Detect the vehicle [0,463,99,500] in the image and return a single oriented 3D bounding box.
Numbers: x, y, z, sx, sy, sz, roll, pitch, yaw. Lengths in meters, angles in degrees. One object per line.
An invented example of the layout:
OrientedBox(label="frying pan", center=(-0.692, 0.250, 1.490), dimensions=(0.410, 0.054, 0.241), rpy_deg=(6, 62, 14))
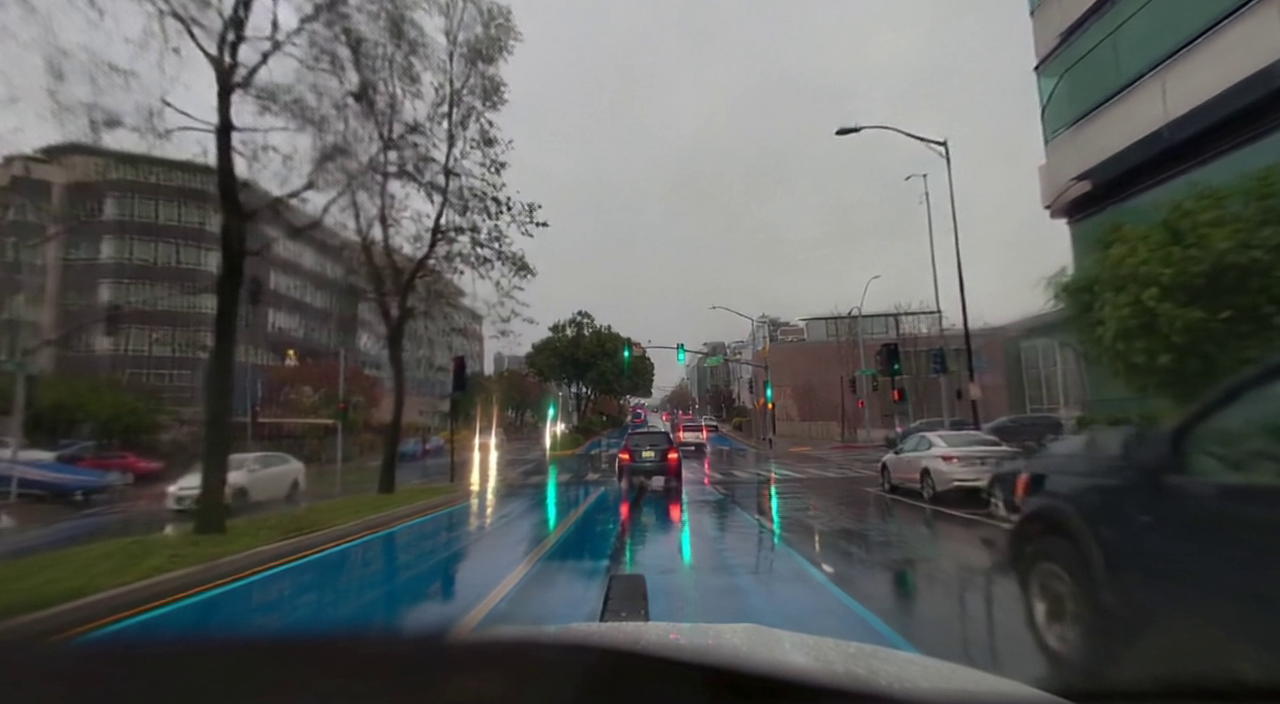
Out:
OrientedBox(label="vehicle", center=(-28.066, 5.942, 29.033), dimensions=(4.478, 1.578, 1.890), rpy_deg=(0, -9, 1))

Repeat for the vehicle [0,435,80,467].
OrientedBox(label="vehicle", center=(-36.449, 5.899, 37.597), dimensions=(1.966, 1.807, 4.441), rpy_deg=(0, -9, -1))

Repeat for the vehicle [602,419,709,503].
OrientedBox(label="vehicle", center=(0.353, 2.654, 15.671), dimensions=(2.283, 1.773, 4.255), rpy_deg=(0, -9, 1))

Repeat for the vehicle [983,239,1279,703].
OrientedBox(label="vehicle", center=(3.347, 0.426, 0.546), dimensions=(2.487, 2.048, 6.443), rpy_deg=(0, -9, 0))

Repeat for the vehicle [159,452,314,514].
OrientedBox(label="vehicle", center=(-13.334, 4.299, 21.309), dimensions=(2.025, 1.785, 4.845), rpy_deg=(0, -9, 0))
